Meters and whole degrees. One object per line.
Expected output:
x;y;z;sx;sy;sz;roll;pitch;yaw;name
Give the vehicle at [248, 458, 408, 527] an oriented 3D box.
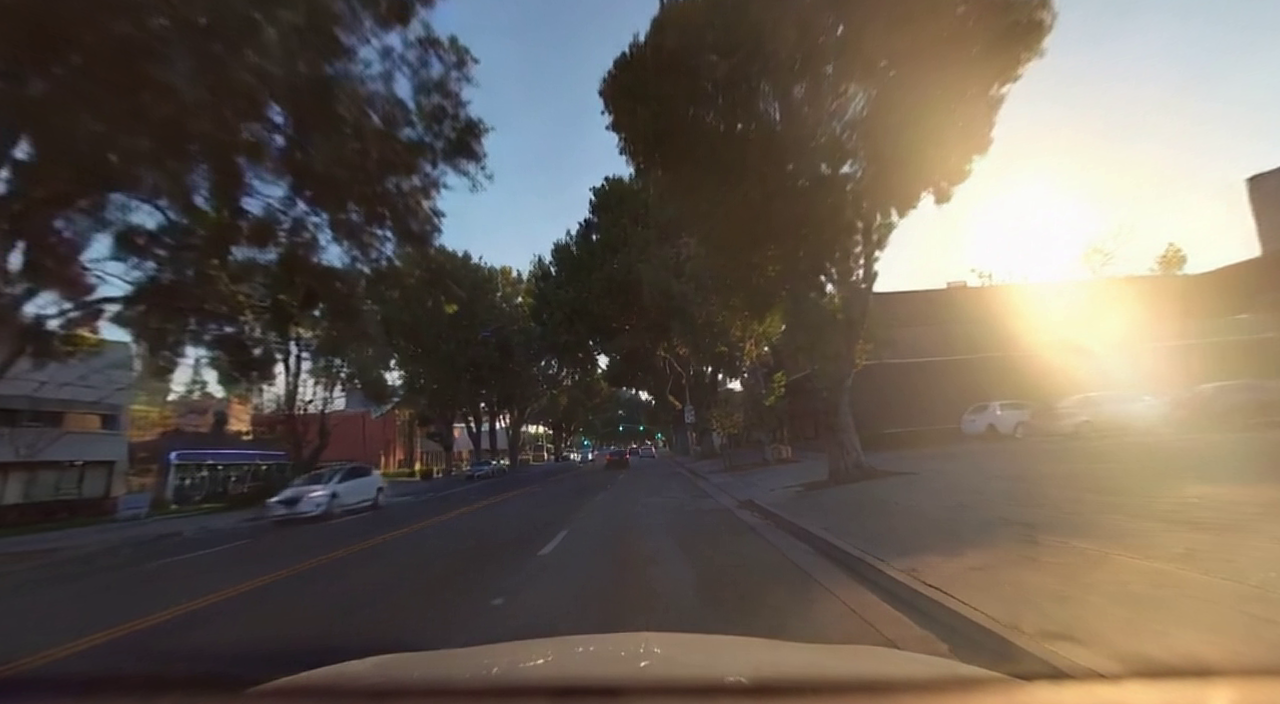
-8.119;3.663;16.964;1.925;1.502;4.359;-1;-9;2;vehicle
